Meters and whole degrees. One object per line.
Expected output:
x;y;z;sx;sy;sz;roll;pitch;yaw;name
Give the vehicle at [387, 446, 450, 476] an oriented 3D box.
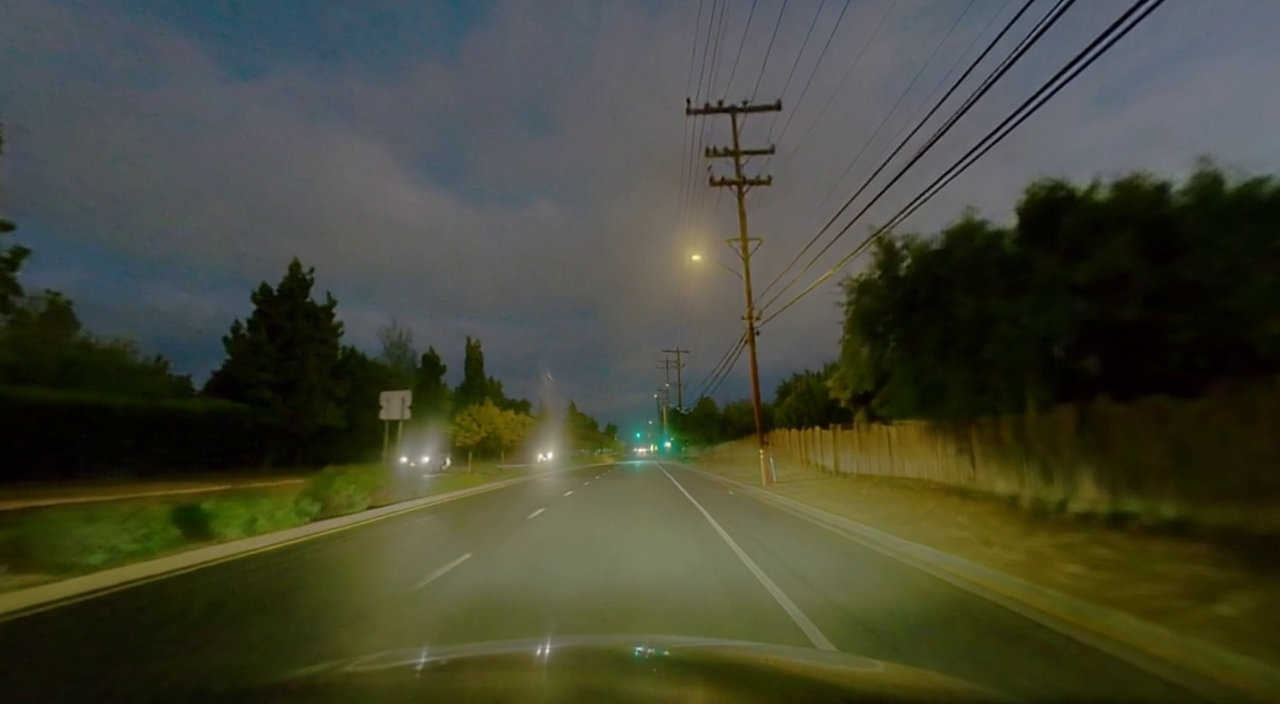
-15.560;7.669;44.612;2.269;1.943;5.876;0;-8;0;vehicle
